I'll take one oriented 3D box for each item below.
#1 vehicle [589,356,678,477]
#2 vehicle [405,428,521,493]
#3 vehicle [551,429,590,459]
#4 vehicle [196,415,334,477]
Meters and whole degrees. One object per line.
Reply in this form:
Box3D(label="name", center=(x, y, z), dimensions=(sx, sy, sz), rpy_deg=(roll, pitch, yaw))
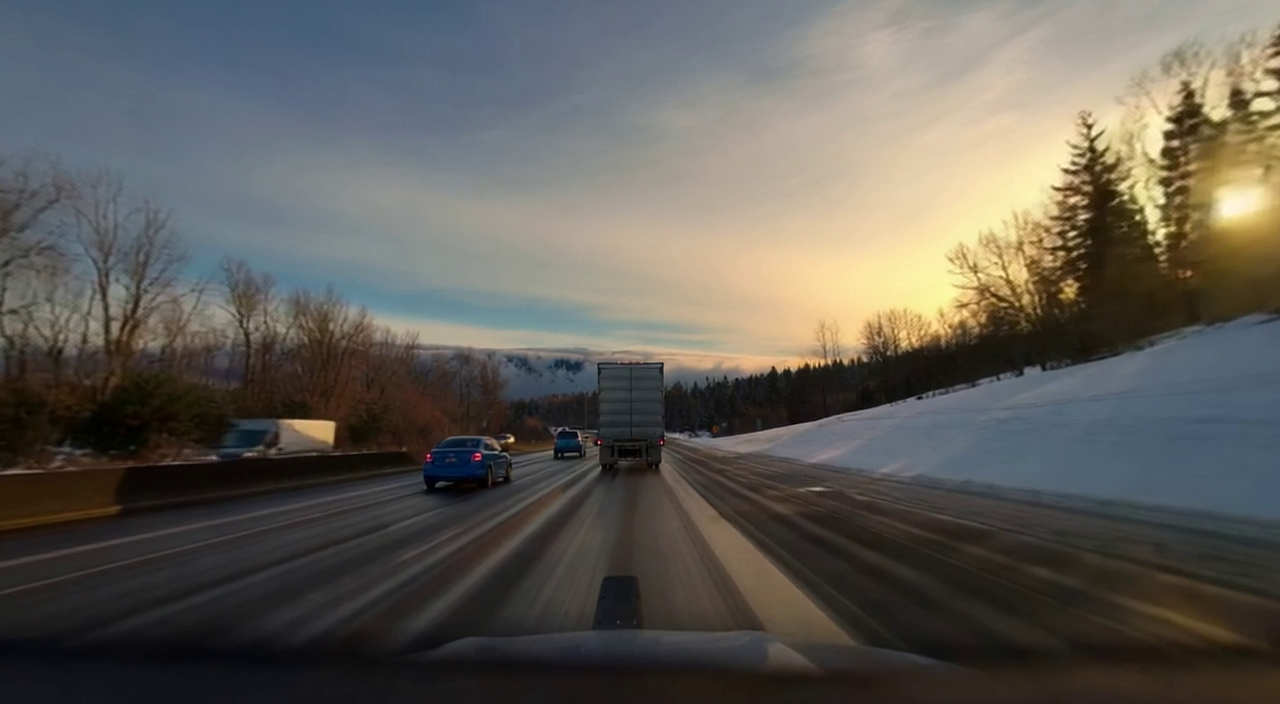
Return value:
Box3D(label="vehicle", center=(-0.318, 2.828, 26.242), dimensions=(2.953, 4.041, 10.072), rpy_deg=(0, -8, -1))
Box3D(label="vehicle", center=(-4.670, 2.917, 17.368), dimensions=(1.931, 1.539, 4.441), rpy_deg=(0, -8, 0))
Box3D(label="vehicle", center=(-4.540, 6.062, 41.569), dimensions=(2.019, 1.834, 4.644), rpy_deg=(0, -8, 0))
Box3D(label="vehicle", center=(-16.378, 4.140, 28.010), dimensions=(2.367, 2.467, 5.859), rpy_deg=(0, -8, 2))
